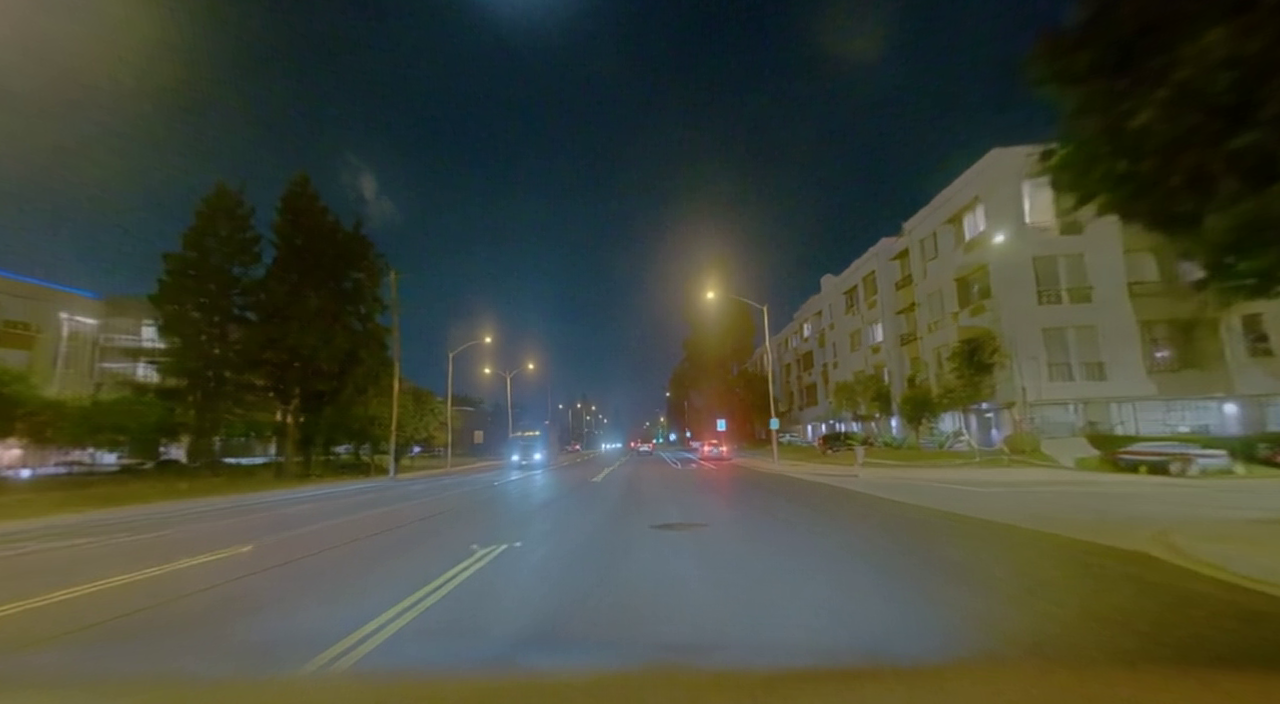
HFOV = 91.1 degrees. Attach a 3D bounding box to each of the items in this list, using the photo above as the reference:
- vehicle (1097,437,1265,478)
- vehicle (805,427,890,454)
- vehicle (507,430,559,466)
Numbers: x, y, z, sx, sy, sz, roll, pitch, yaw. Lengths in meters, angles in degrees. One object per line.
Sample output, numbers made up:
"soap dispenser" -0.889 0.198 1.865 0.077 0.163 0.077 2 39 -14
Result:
"vehicle" 20.883 4.062 24.350 4.849 1.470 2.041 0 -8 -7
"vehicle" 13.645 5.834 41.469 4.674 1.557 2.288 -1 -8 -5
"vehicle" -7.268 6.612 43.297 2.413 2.267 6.252 0 -9 1
